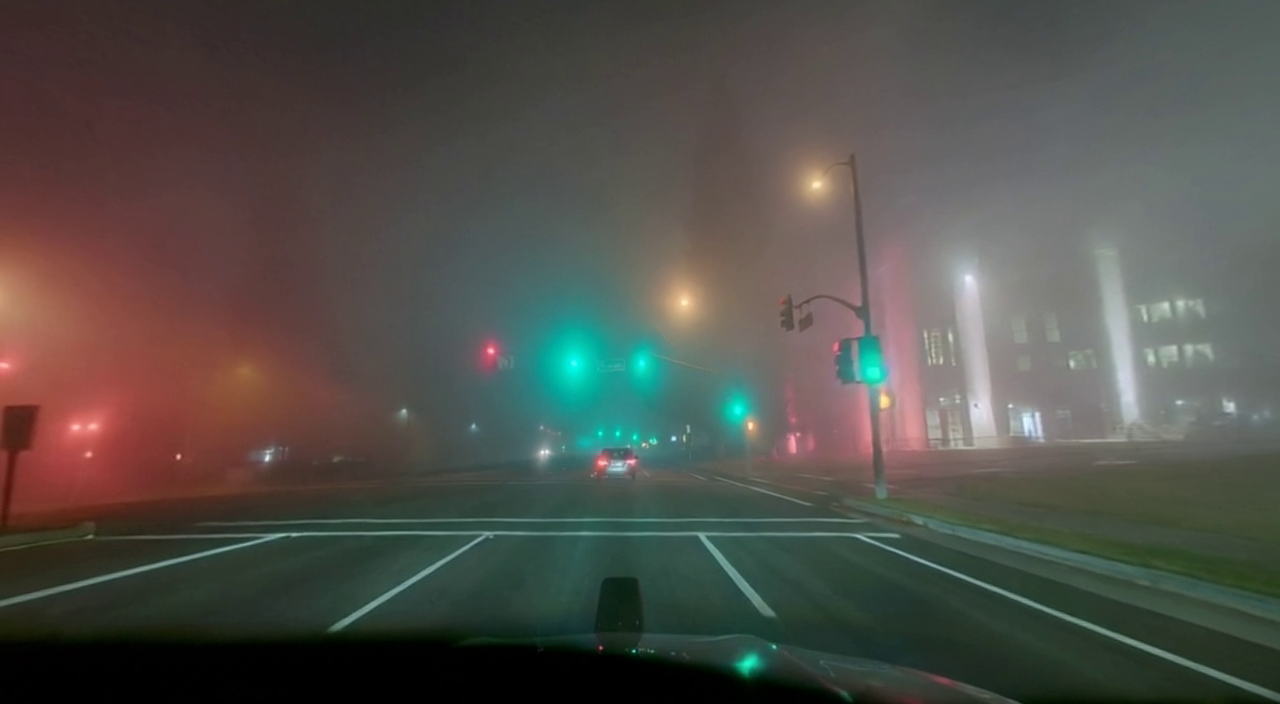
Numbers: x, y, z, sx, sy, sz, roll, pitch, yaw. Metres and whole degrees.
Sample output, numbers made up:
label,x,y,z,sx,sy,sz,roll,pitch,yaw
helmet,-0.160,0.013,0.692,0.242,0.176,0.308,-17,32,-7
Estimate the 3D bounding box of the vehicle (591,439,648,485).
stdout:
label,x,y,z,sx,sy,sz,roll,pitch,yaw
vehicle,-0.828,4.426,25.762,2.130,1.711,4.038,0,-9,-2
